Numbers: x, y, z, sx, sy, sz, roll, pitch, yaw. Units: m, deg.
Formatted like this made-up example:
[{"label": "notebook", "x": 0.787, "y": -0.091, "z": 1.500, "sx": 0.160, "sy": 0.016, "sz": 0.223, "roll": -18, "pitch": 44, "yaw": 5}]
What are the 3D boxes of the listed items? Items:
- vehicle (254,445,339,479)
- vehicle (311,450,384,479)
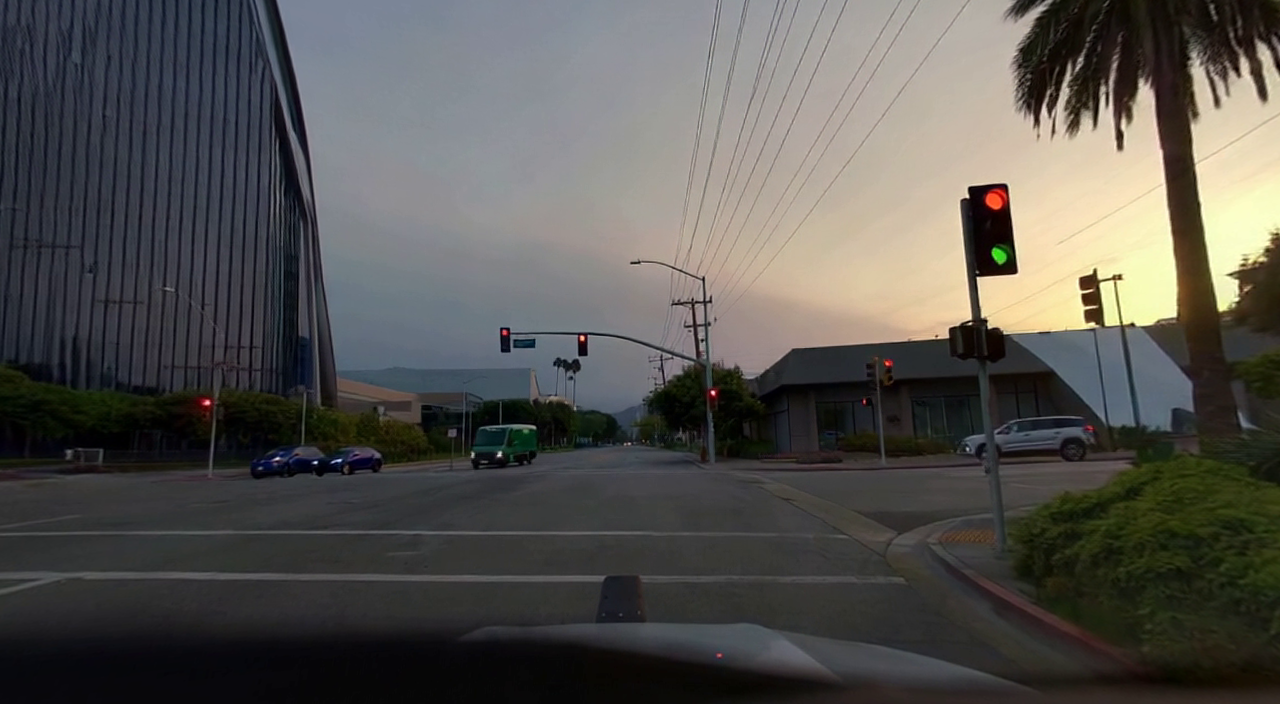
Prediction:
[{"label": "vehicle", "x": -19.080, "y": 6.109, "z": 35.250, "sx": 2.017, "sy": 1.739, "sz": 4.569, "roll": 0, "pitch": -9, "yaw": 1}, {"label": "vehicle", "x": -15.360, "y": 5.917, "z": 33.335, "sx": 1.875, "sy": 1.389, "sz": 3.784, "roll": 0, "pitch": -9, "yaw": 3}]
